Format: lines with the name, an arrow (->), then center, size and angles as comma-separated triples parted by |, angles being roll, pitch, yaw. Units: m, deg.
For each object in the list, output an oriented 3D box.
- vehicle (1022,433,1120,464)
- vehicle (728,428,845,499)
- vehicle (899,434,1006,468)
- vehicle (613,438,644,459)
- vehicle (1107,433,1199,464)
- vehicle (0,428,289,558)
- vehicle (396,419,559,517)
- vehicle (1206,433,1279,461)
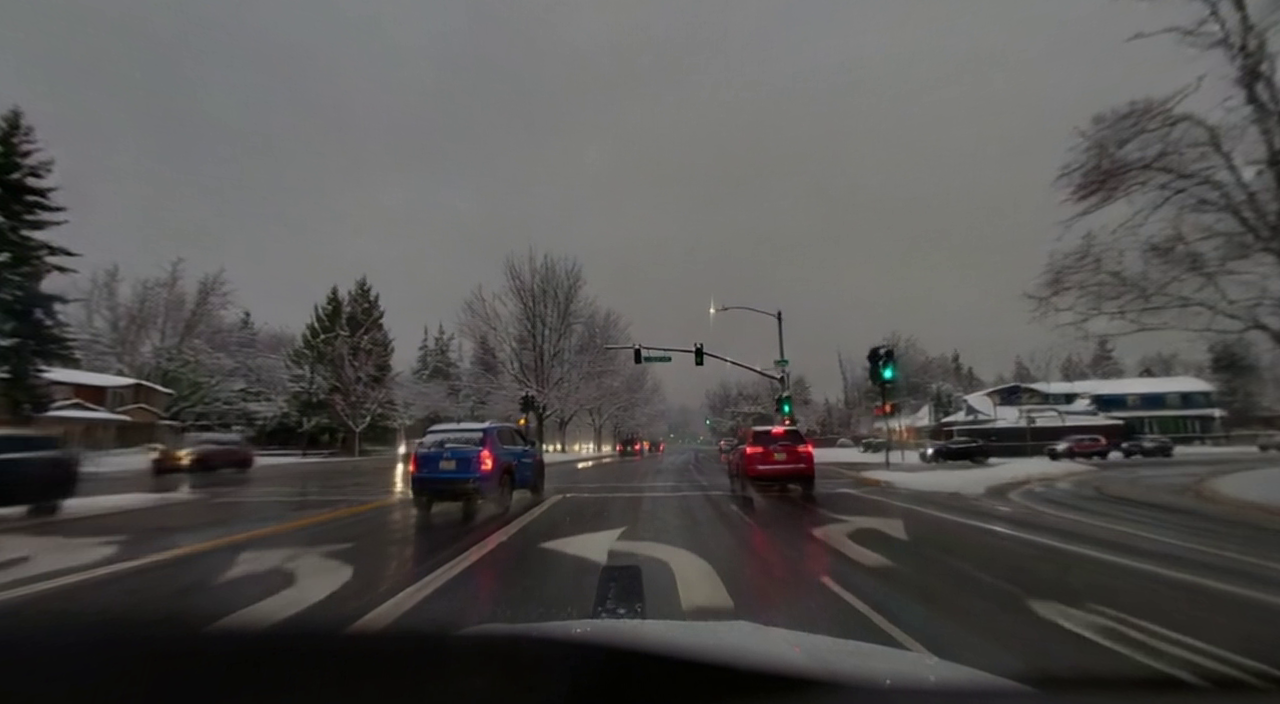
vehicle -> 24.696, 5.515, 36.239 | 4.479, 1.652, 2.174 | 2, -8, -17
vehicle -> 3.788, 2.958, 17.230 | 2.132, 1.659, 4.387 | 0, -8, 0
vehicle -> 16.854, 5.323, 34.091 | 4.922, 1.630, 2.094 | 1, -8, -16
vehicle -> -0.863, 7.576, 49.695 | 1.988, 1.569, 4.202 | -1, -8, 4
vehicle -> 31.208, 5.863, 38.477 | 4.524, 1.765, 2.086 | 2, -9, -18
vehicle -> -7.517, 1.942, 9.567 | 1.999, 1.465, 4.640 | 0, -8, -4
vehicle -> -3.124, 2.343, 13.334 | 2.045, 1.688, 4.632 | -1, -8, 2
vehicle -> 39.576, 6.168, 40.989 | 4.662, 1.700, 1.985 | 2, -9, -18
